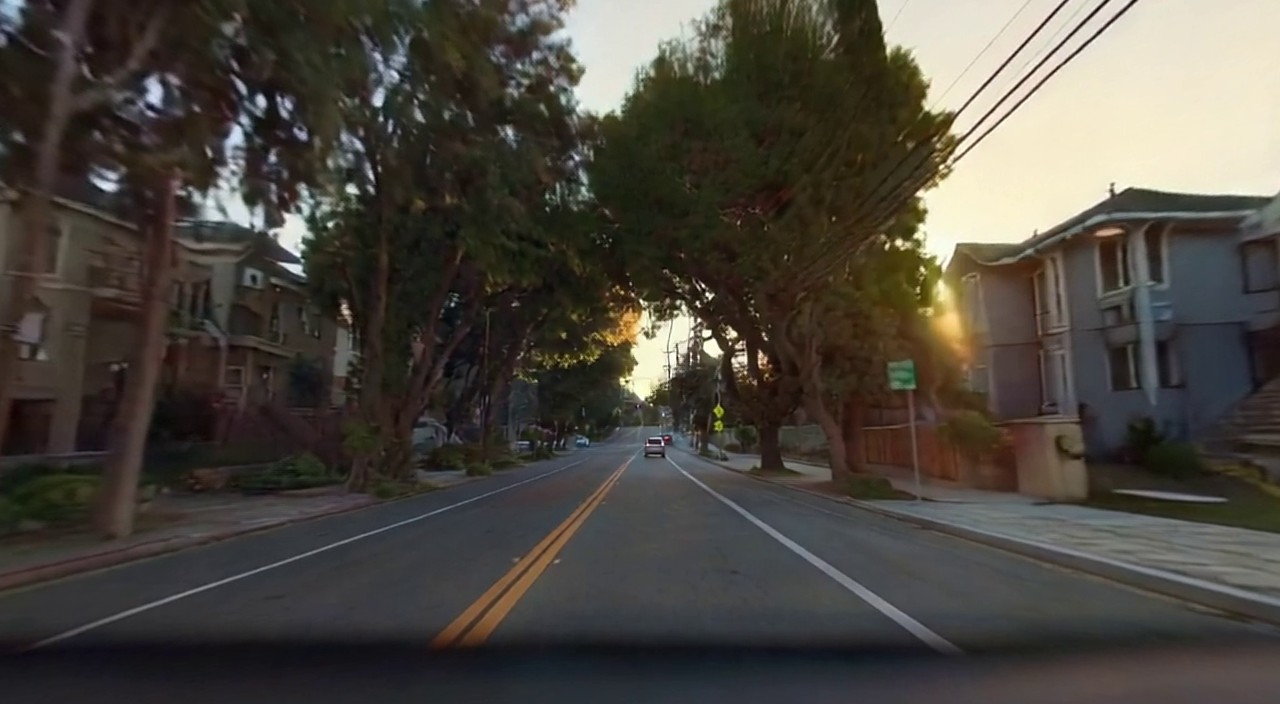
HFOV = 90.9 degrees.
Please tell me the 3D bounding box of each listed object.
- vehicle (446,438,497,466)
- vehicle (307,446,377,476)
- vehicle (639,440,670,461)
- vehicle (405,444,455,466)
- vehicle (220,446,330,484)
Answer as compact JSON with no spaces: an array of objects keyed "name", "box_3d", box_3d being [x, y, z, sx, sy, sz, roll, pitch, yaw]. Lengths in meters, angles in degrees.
[{"name":"vehicle","box_3d":[-12.378,7.403,46.677,2.331,1.956,4.762,0,-9,1]},{"name":"vehicle","box_3d":[-15.631,5.728,33.255,1.692,1.477,3.902,0,-9,1]},{"name":"vehicle","box_3d":[1.002,7.041,45.121,2.097,1.463,4.043,0,-9,-1]},{"name":"vehicle","box_3d":[-15.425,7.583,46.587,2.049,1.563,4.950,0,-9,-1]},{"name":"vehicle","box_3d":[-15.747,4.864,27.552,2.113,1.501,4.659,0,-9,-1]}]
